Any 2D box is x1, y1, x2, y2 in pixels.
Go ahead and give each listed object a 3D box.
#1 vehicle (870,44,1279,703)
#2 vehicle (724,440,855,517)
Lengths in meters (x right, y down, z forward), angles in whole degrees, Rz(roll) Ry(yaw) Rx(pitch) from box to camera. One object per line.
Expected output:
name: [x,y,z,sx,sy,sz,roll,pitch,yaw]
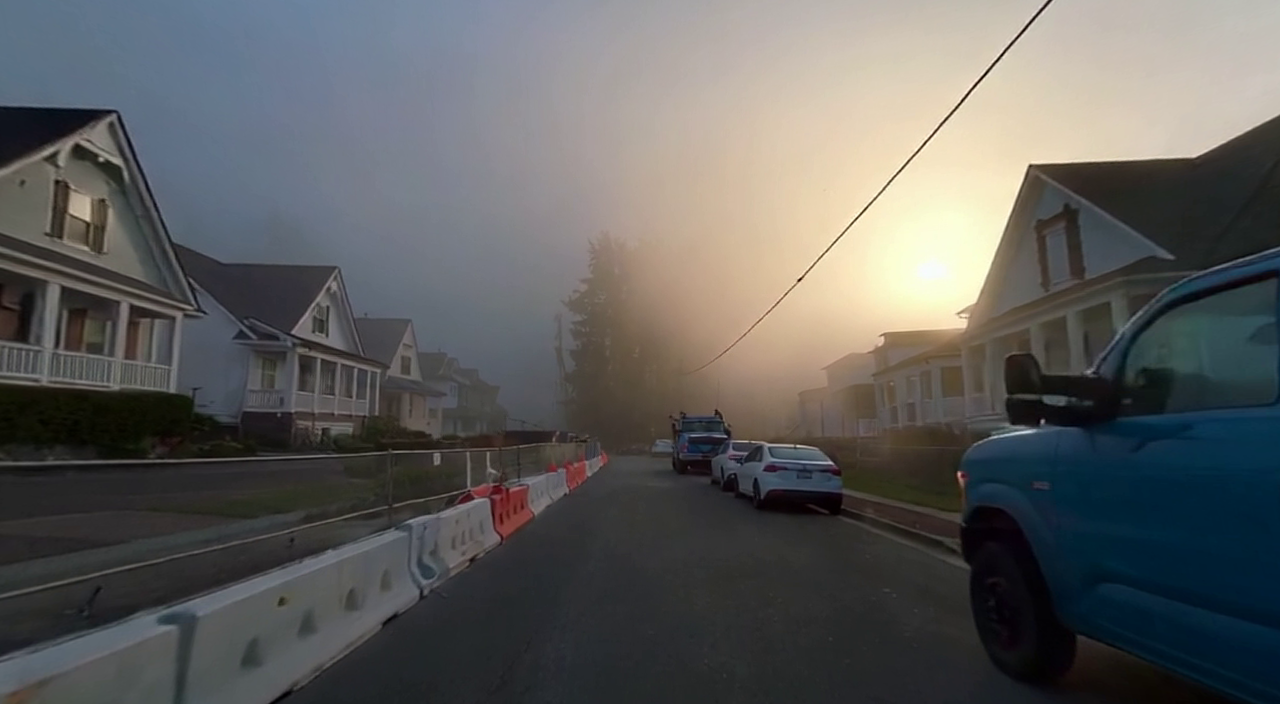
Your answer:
vehicle: [3.201,0.404,2.056,2.483,2.644,5.972,0,-8,-1]
vehicle: [3.143,2.720,14.163,1.805,1.436,4.201,0,-8,-1]
